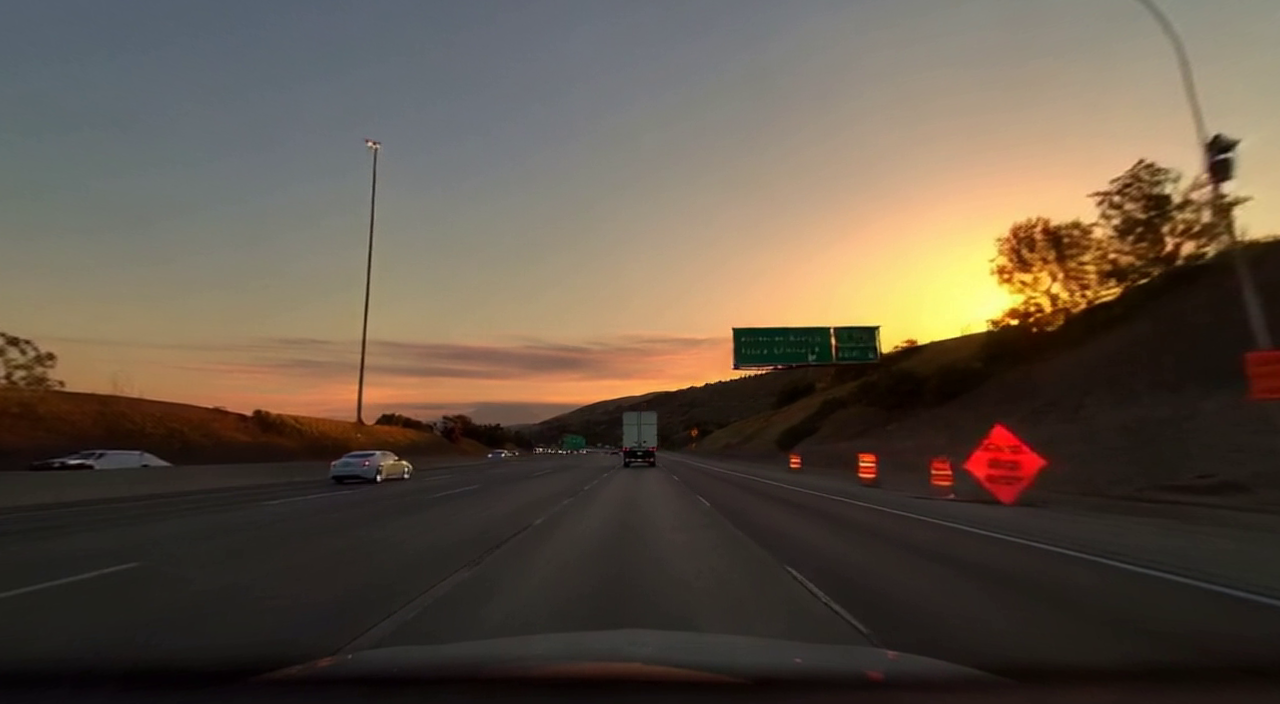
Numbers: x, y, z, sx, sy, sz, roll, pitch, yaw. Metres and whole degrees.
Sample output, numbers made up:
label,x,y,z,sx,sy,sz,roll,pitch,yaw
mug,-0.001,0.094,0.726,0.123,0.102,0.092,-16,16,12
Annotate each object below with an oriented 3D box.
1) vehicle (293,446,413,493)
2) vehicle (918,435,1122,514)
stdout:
label,x,y,z,sx,sy,sz,roll,pitch,yaw
vehicle,-10.428,4.298,23.403,2.096,1.538,4.998,0,-9,0
vehicle,9.538,3.100,16.463,2.065,1.698,4.882,0,-9,-3
